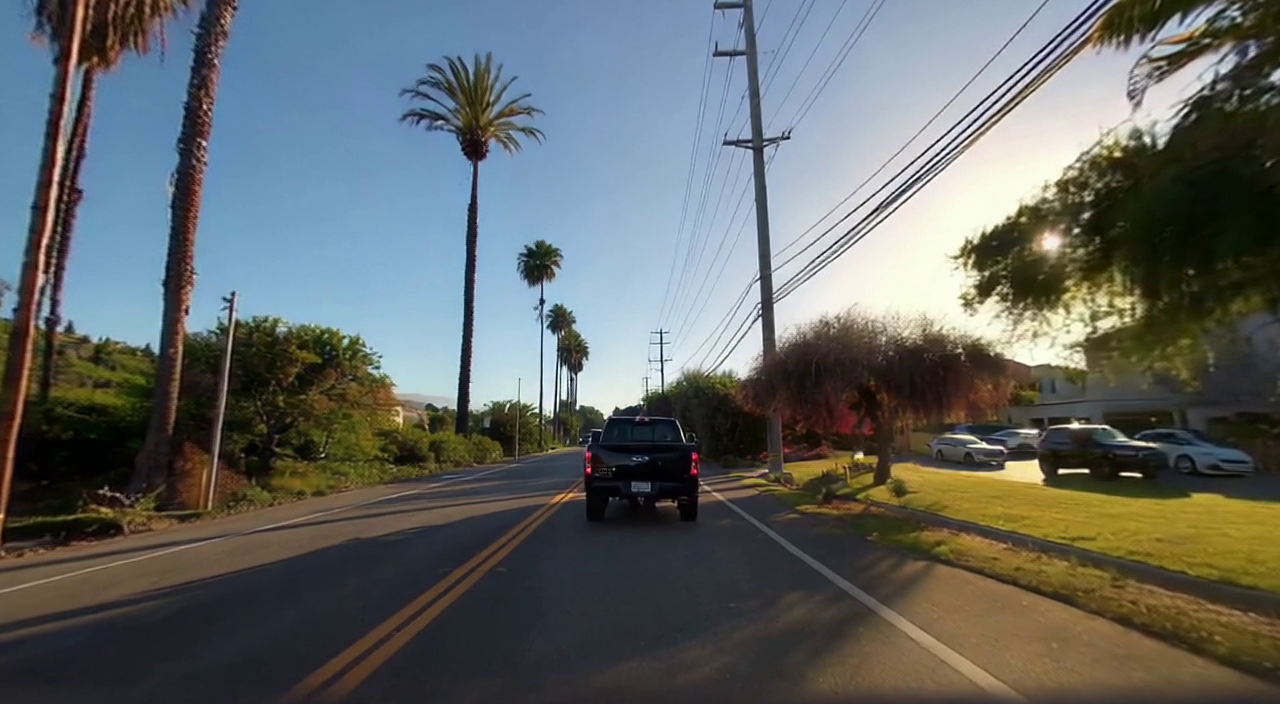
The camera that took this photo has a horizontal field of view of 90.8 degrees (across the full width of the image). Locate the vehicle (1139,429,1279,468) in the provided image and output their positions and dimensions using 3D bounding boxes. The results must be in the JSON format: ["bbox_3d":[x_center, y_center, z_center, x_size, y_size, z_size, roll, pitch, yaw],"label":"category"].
[{"bbox_3d":[24.574,4.207,27.365,4.314,1.553,1.948,0,-11,-7],"label":"vehicle"}]

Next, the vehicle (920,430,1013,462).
[{"bbox_3d":[20.539,5.982,40.150,2.277,1.836,6.267,-1,-9,-3],"label":"vehicle"}]

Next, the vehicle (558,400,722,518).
[{"bbox_3d":[-0.016,2.314,14.060,2.848,2.047,5.885,0,-8,0],"label":"vehicle"}]

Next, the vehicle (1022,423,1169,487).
[{"bbox_3d":[16.081,3.693,22.837,2.338,1.917,6.076,-5,-9,17],"label":"vehicle"}]
